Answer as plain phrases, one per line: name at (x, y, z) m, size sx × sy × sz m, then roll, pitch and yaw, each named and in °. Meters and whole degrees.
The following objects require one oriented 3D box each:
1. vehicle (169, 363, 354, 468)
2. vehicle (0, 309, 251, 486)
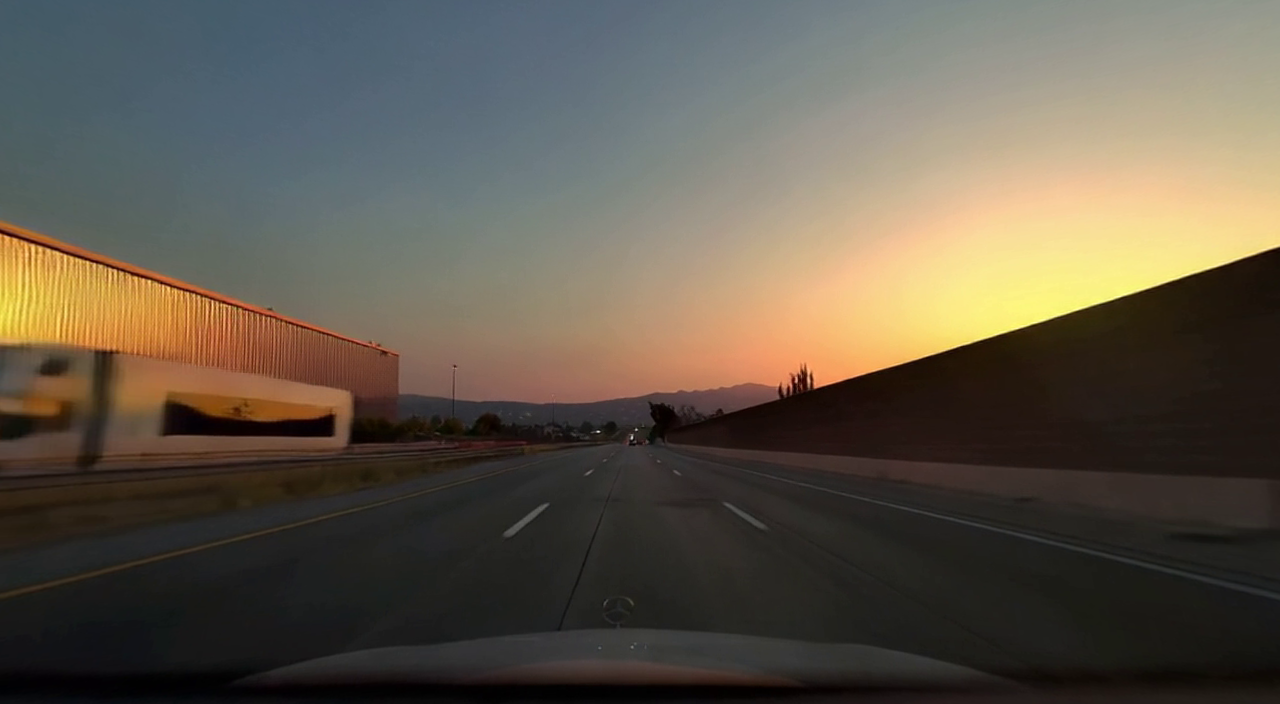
vehicle at (-15.820, 2.907, 27.343) m, size 2.815 × 3.888 × 8.167 m, roll 0°, pitch -8°, yaw 0°
vehicle at (-15.733, 1.564, 17.800) m, size 2.898 × 3.893 × 10.289 m, roll 0°, pitch -8°, yaw -1°
